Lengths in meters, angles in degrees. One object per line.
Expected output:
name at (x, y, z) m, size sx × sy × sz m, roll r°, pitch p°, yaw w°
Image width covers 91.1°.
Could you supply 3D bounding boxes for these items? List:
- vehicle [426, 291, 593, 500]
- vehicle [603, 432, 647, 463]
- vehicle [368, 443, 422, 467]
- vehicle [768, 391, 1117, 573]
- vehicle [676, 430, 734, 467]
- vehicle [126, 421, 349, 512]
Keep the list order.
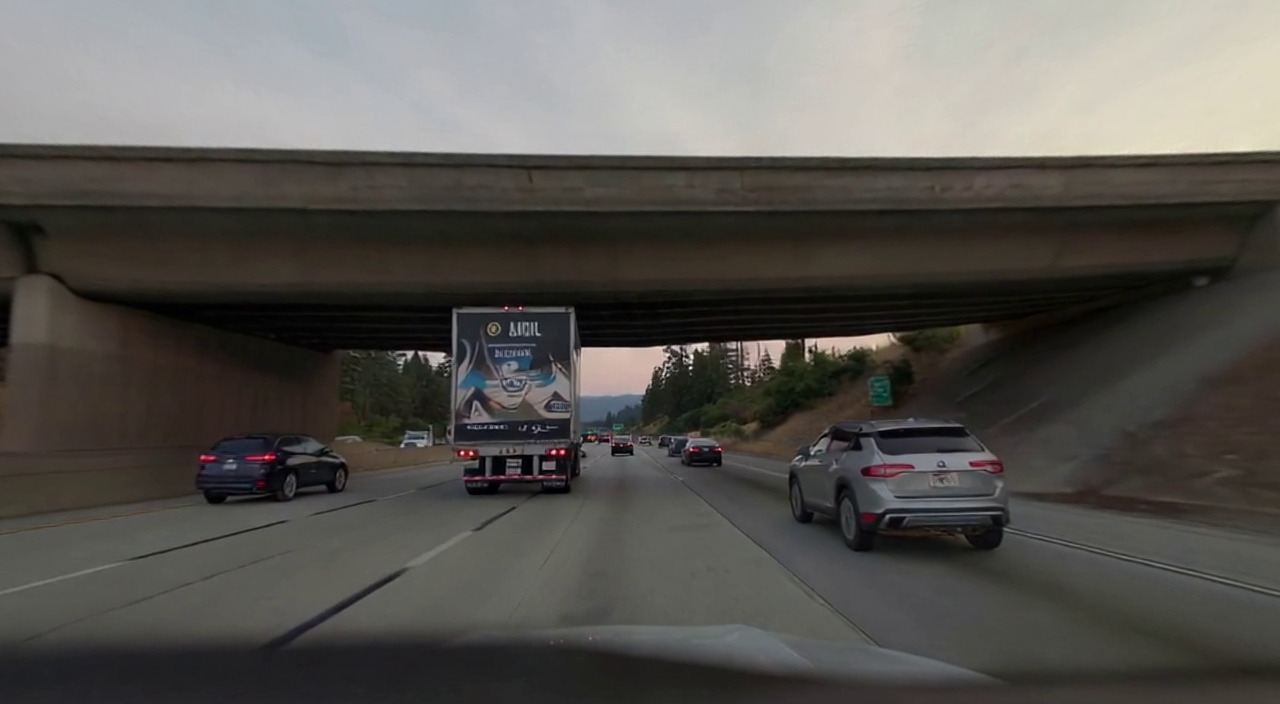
vehicle at (-2.743, 1.425, 16.419) m, size 2.911 × 3.787 × 9.905 m, roll 1°, pitch -8°, yaw -5°
vehicle at (-0.781, 5.043, 33.515) m, size 2.168 × 1.547 × 4.618 m, roll 0°, pitch -8°, yaw -1°
vehicle at (-16.524, 6.935, 42.642) m, size 1.874 × 1.491 × 4.393 m, roll 0°, pitch -8°, yaw 0°
vehicle at (3.220, 1.478, 7.992) m, size 2.118 × 1.647 × 4.400 m, roll 0°, pitch -8°, yaw -2°
vehicle at (2.846, 4.373, 28.702) m, size 2.003 × 1.519 × 4.580 m, roll 0°, pitch -8°, yaw -2°
vehicle at (-8.489, 2.421, 13.896) m, size 2.048 × 1.652 × 4.421 m, roll 0°, pitch -8°, yaw -1°
